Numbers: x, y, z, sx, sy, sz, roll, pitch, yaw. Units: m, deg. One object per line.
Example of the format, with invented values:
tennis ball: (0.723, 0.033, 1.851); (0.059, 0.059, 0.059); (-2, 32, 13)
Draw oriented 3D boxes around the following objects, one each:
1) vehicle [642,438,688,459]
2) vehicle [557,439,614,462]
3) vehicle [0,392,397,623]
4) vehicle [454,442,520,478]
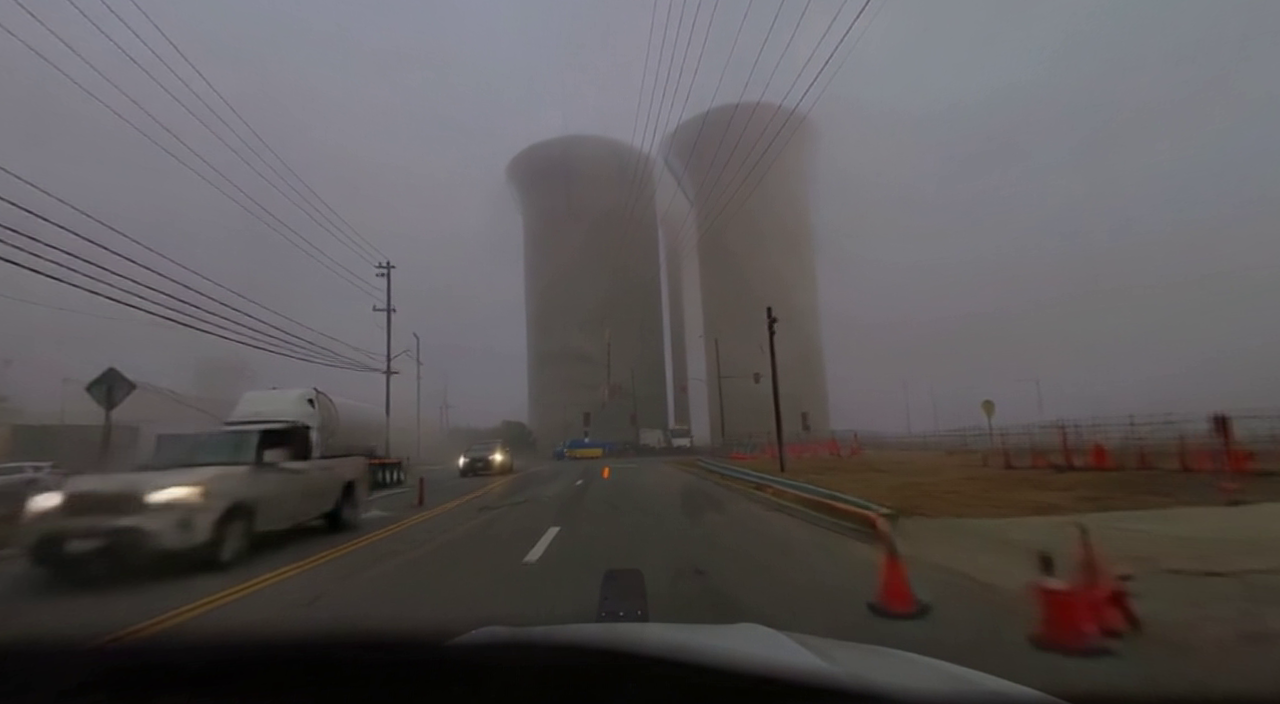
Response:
vehicle: (1.944, 7.340, 48.021); (2.053, 1.477, 4.218); (-4, -9, 25)
vehicle: (-4.143, 7.587, 48.797); (1.944, 1.645, 4.701); (-5, -10, 32)
vehicle: (-5.152, 1.616, 7.691); (2.282, 1.809, 5.297); (0, -8, 0)
vehicle: (-6.732, 4.795, 28.339); (2.117, 1.484, 4.544); (0, -9, -4)
